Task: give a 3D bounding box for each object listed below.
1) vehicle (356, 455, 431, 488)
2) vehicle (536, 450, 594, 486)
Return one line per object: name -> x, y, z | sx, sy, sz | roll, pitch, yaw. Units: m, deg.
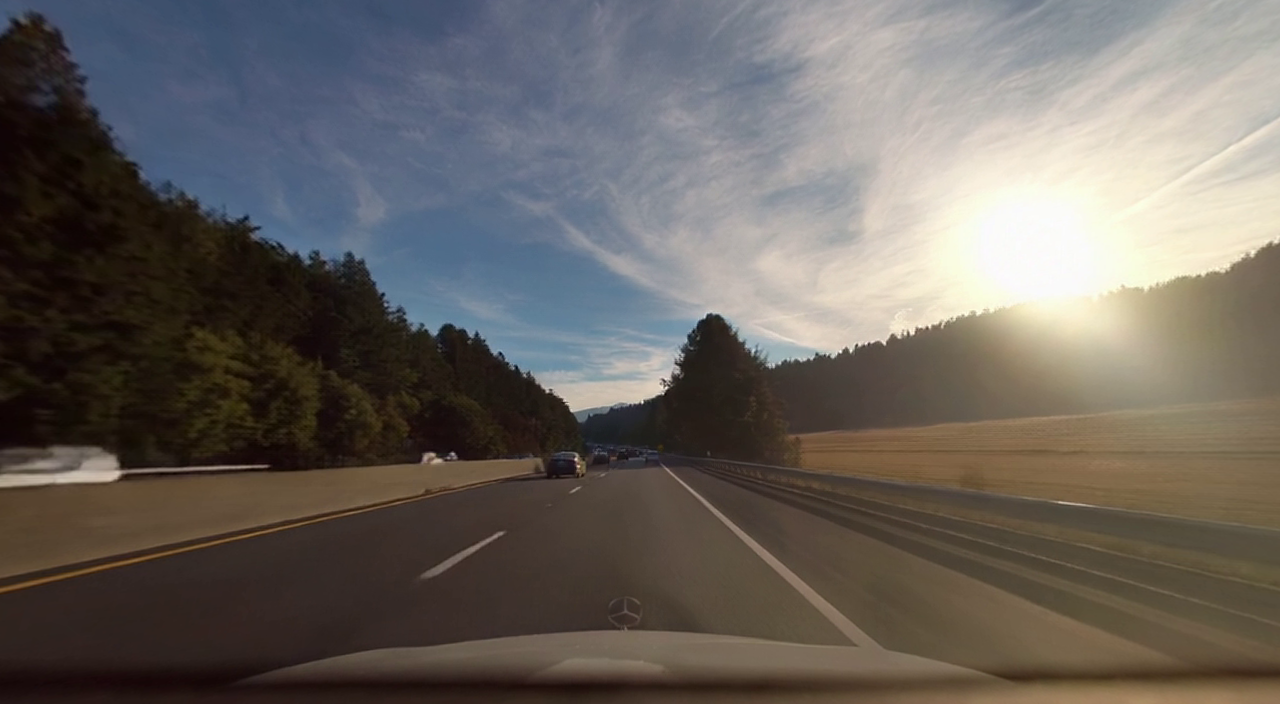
vehicle -> -12.143, 5.881, 31.385 | 1.931, 1.490, 4.511 | 0, -9, 0
vehicle -> -3.238, 5.118, 28.064 | 1.970, 1.483, 4.097 | -1, -9, 1
